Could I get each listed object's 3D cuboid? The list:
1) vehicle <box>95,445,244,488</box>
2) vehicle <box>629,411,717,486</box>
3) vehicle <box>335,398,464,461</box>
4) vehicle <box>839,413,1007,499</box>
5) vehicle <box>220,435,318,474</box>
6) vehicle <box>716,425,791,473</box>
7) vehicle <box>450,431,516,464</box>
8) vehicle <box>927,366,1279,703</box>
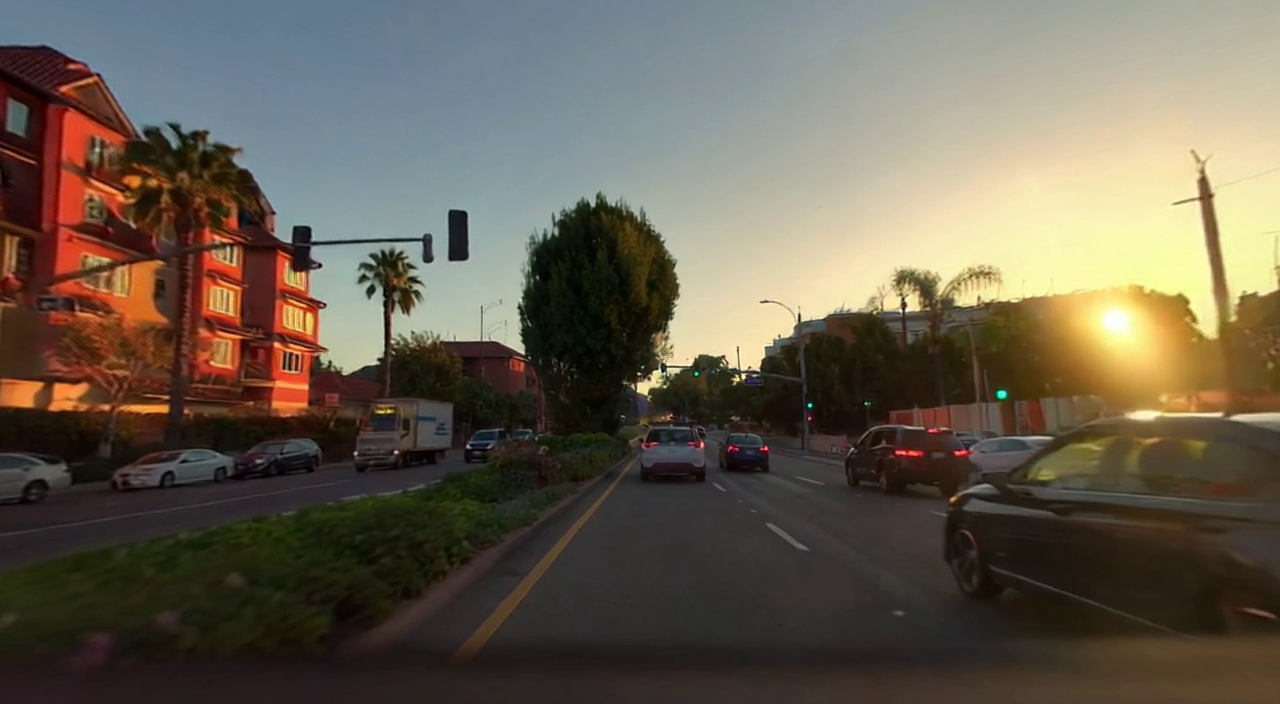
[{"bbox_3d":[-18.511,4.499,25.211,2.070,1.499,4.851,-1,-8,3],"label":"vehicle"},{"bbox_3d":[1.006,3.143,20.722,2.487,2.115,5.444,0,-8,2],"label":"vehicle"},{"bbox_3d":[-14.580,5.018,39.810,3.100,3.378,11.784,-1,-8,2],"label":"vehicle"},{"bbox_3d":[7.458,2.820,17.441,2.215,1.973,5.323,0,-8,1],"label":"vehicle"},{"bbox_3d":[-18.062,5.004,30.972,1.965,1.747,4.461,0,-8,2],"label":"vehicle"},{"bbox_3d":[4.515,3.973,26.001,2.283,1.738,4.916,0,-8,1],"label":"vehicle"},{"bbox_3d":[-7.800,4.824,31.824,2.101,1.538,4.253,-1,-8,2],"label":"vehicle"},{"bbox_3d":[3.869,1.077,4.108,1.993,1.645,4.350,0,-8,1],"label":"vehicle"}]
